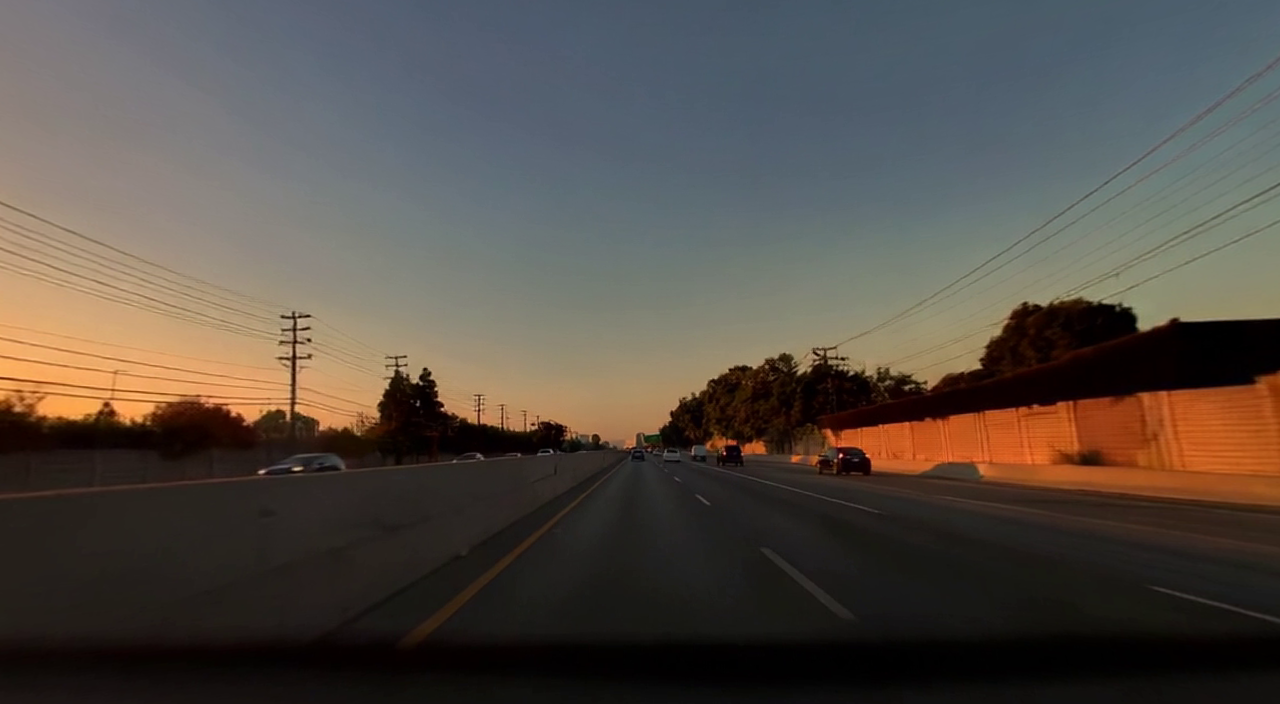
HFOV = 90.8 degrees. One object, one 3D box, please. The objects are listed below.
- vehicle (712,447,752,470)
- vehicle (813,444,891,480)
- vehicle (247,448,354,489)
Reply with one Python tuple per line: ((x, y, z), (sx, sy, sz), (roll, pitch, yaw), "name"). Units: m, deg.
((6.449, 7.474, 44.754), (2.069, 1.520, 4.614), (0, -9, -1), "vehicle")
((9.633, 5.011, 29.159), (1.969, 1.506, 4.422), (0, -9, -2), "vehicle")
((-16.860, 5.795, 31.849), (2.162, 1.854, 5.743), (0, -9, 0), "vehicle")
